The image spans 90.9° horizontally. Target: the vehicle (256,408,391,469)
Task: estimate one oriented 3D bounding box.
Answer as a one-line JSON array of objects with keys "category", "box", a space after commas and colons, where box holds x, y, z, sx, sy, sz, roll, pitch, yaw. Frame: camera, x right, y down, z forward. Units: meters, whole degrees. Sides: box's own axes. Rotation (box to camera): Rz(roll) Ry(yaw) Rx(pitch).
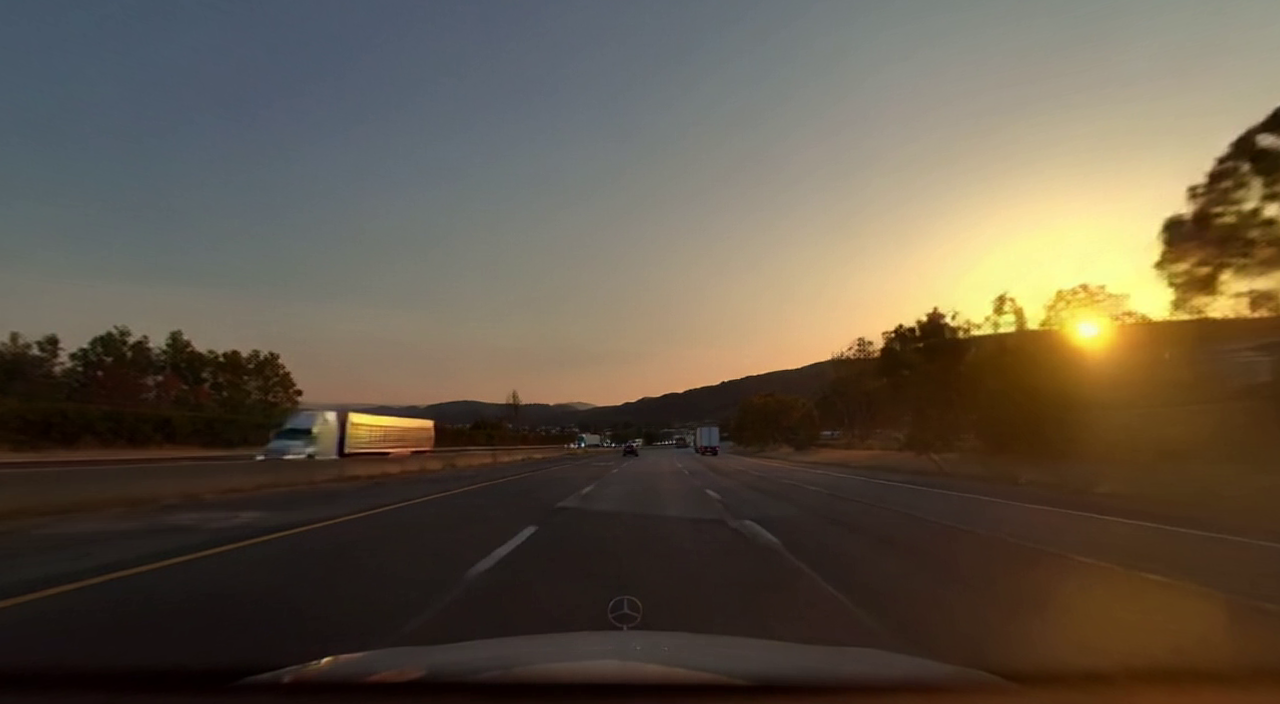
[{"category": "vehicle", "box": [-23.648, 6.730, 48.582, 2.876, 3.974, 13.373, -1, -8, 3]}]
